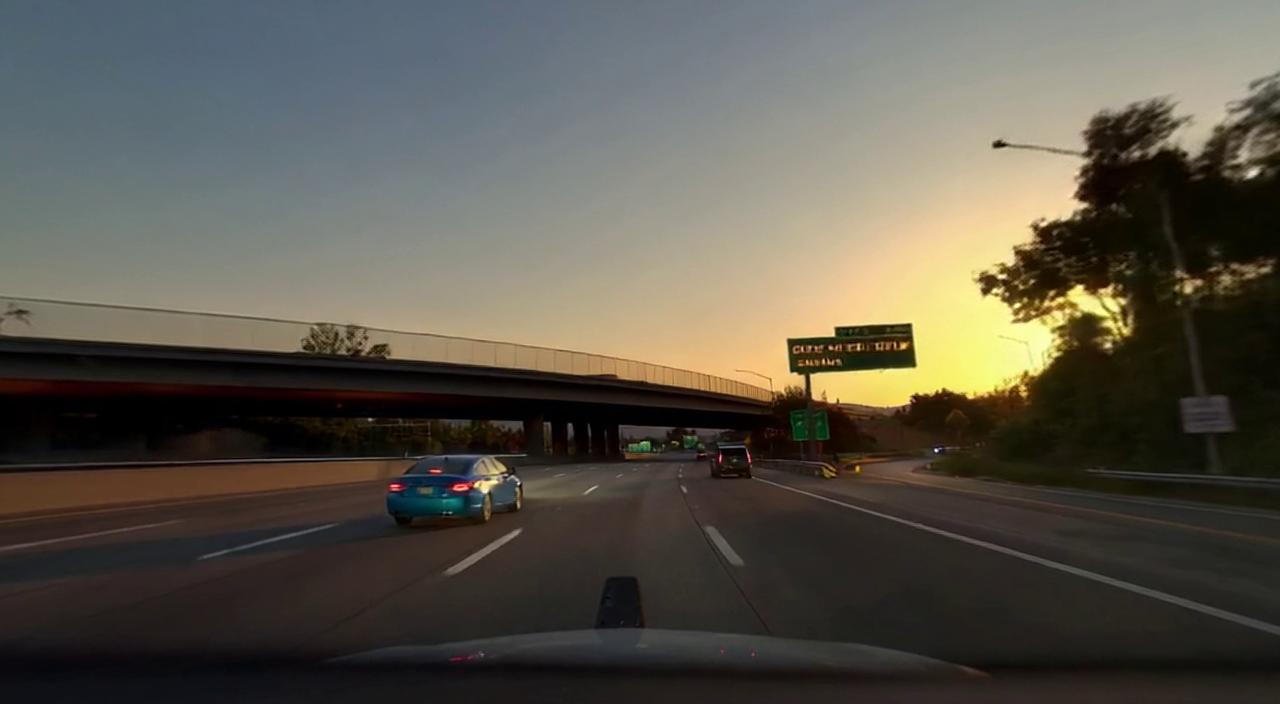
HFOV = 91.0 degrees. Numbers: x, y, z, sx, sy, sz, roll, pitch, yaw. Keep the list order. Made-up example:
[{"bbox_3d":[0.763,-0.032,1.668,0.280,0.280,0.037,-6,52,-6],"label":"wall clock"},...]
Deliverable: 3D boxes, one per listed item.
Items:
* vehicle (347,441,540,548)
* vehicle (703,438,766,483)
[{"bbox_3d":[-3.129,2.367,11.153,1.937,1.490,4.372,0,-9,1],"label":"vehicle"},{"bbox_3d":[4.172,4.881,28.548,2.225,1.833,4.340,0,-9,1],"label":"vehicle"}]
